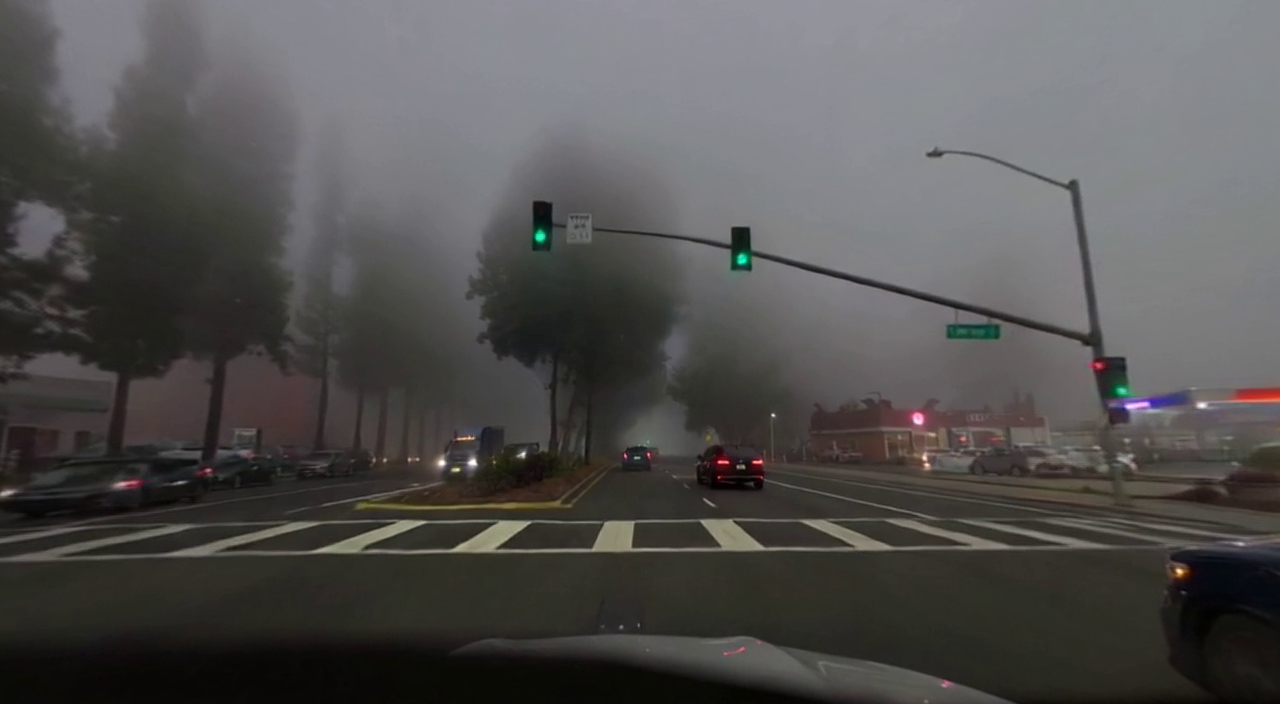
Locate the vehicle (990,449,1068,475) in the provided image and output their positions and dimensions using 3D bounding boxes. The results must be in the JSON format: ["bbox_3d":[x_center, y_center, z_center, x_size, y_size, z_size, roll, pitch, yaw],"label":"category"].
[{"bbox_3d":[24.276,6.853,39.630,1.894,1.485,4.606,0,-8,-1],"label":"vehicle"}]

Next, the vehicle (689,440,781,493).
[{"bbox_3d":[2.853,3.576,20.105,2.061,1.487,4.462,0,-8,-3],"label":"vehicle"}]

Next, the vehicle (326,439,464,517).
[{"bbox_3d":[-5.437,2.798,14.690,1.972,1.466,4.493,2,-8,-8],"label":"vehicle"}]

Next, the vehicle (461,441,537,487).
[{"bbox_3d":[-5.150,4.102,23.671,1.953,1.526,4.349,0,-8,-1],"label":"vehicle"}]

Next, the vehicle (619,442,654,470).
[{"bbox_3d":[-0.255,6.373,38.780,2.029,1.605,3.827,0,-8,-2],"label":"vehicle"}]

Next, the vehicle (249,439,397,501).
[{"bbox_3d":[-8.974,3.348,18.435,2.165,1.557,4.515,0,-9,-3],"label":"vehicle"}]

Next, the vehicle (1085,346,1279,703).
[{"bbox_3d":[3.640,0.604,1.036,2.117,1.689,5.113,0,-8,1],"label":"vehicle"}]

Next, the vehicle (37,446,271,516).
[{"bbox_3d":[-12.399,3.279,16.741,2.186,1.532,5.087,0,-8,-1],"label":"vehicle"}]
